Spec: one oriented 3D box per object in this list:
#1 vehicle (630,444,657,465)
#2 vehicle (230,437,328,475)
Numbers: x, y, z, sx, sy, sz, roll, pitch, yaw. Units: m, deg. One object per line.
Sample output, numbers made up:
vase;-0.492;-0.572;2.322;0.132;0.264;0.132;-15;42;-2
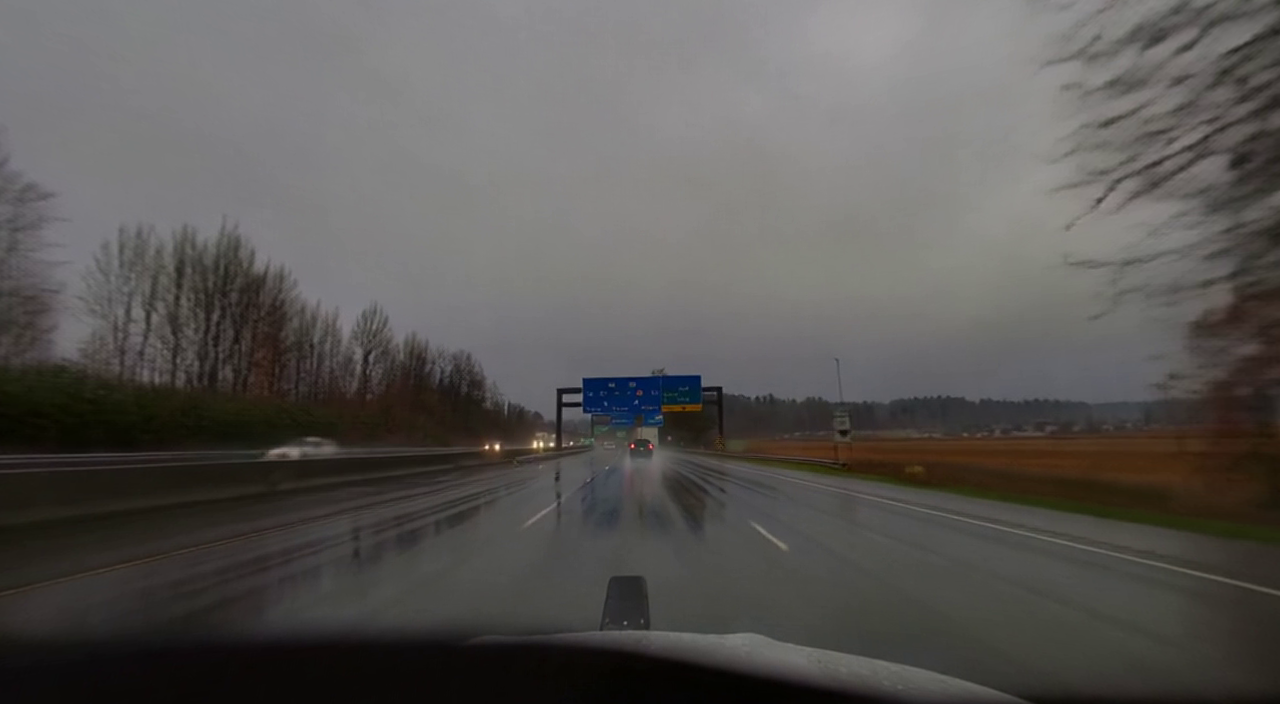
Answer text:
vehicle;0.253;7.412;45.613;1.859;1.478;3.799;0;-9;0
vehicle;-16.896;4.886;29.667;1.951;1.640;4.508;0;-9;0
